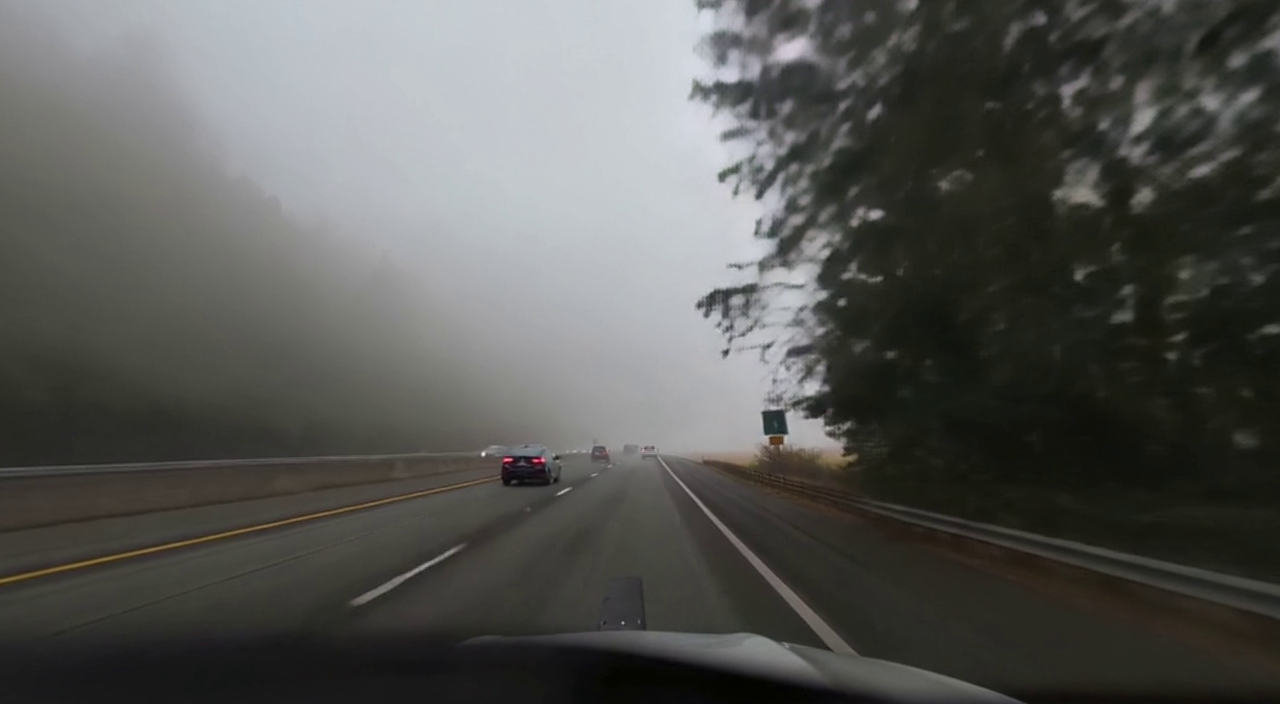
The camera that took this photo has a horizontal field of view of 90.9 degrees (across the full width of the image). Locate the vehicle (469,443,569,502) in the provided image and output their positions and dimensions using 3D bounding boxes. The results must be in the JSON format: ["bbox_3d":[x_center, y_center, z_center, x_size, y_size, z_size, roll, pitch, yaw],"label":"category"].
[{"bbox_3d":[-3.296,3.380,18.056,1.970,1.483,4.097,0,-9,1],"label":"vehicle"}]
